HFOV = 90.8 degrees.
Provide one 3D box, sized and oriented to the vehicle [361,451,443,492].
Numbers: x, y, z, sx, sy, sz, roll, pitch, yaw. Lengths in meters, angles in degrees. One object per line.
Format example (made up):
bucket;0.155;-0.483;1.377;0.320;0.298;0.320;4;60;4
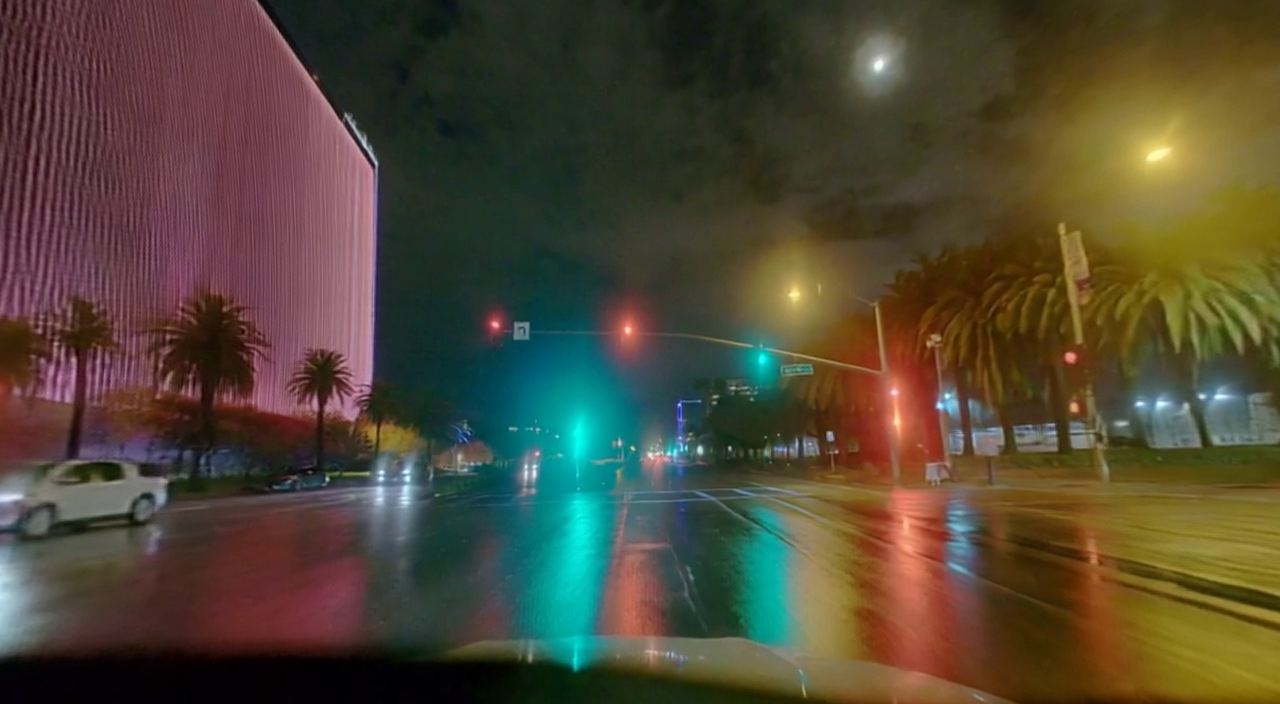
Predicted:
vehicle;-12.898;6.495;34.734;2.268;2.016;5.632;0;-9;0

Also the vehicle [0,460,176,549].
vehicle;-12.935;3.223;13.989;2.038;1.624;4.292;0;-9;0
